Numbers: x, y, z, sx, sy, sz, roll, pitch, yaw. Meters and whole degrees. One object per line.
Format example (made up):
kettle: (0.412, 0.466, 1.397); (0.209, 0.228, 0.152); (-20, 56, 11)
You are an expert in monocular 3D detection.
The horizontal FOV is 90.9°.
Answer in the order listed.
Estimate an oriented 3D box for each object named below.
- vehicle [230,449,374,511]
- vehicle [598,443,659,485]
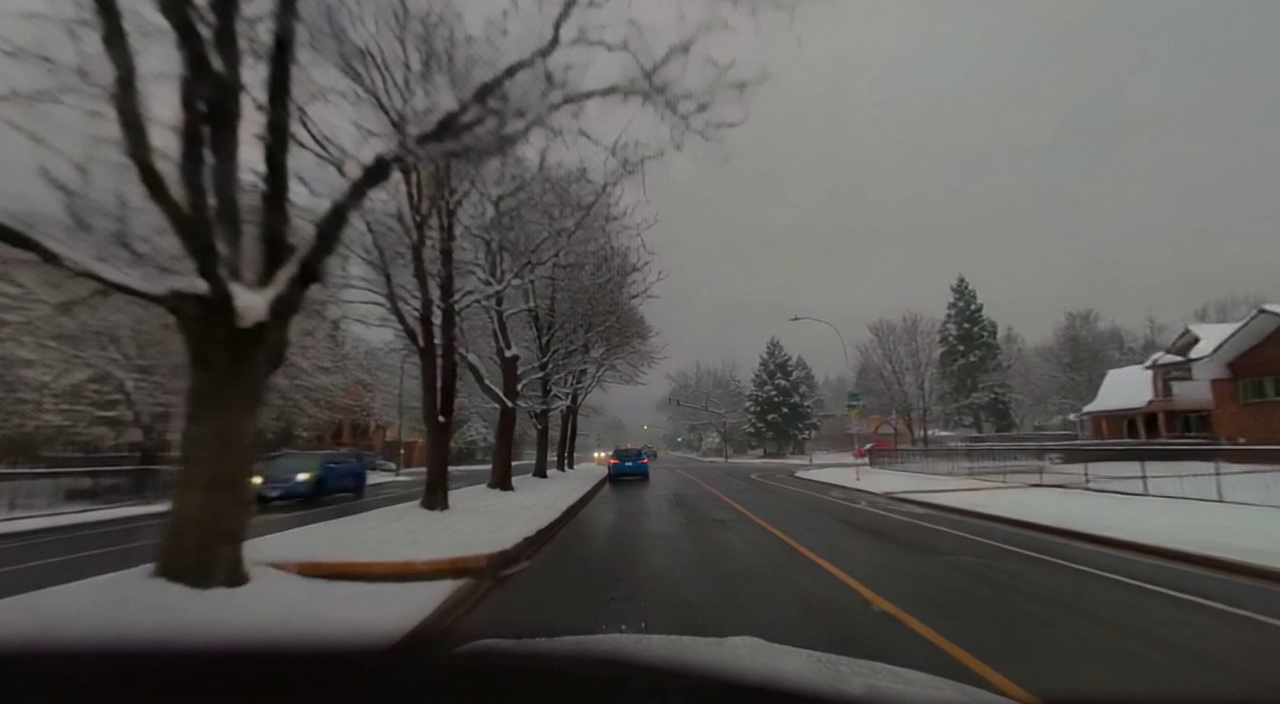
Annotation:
vehicle: (-9.418, 3.553, 17.967); (1.945, 1.530, 3.740); (-1, -9, 1)
vehicle: (-0.484, 4.371, 24.957); (2.158, 1.469, 4.909); (0, -9, -2)
